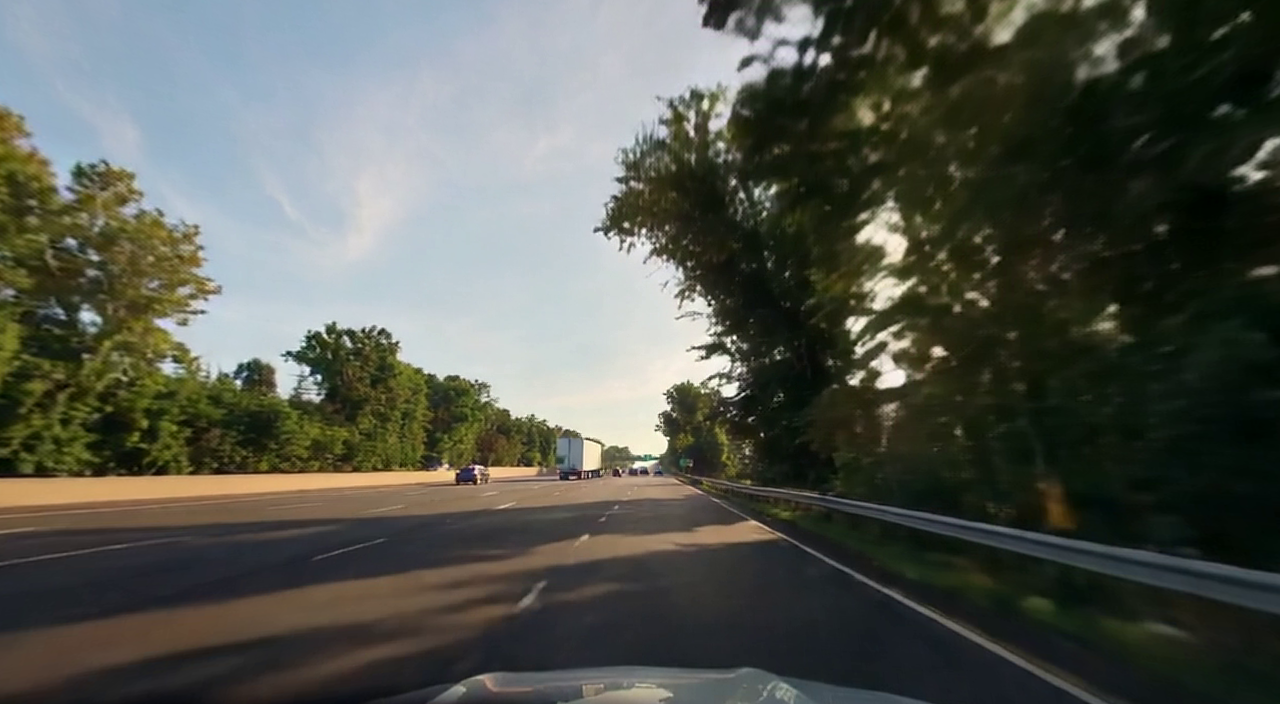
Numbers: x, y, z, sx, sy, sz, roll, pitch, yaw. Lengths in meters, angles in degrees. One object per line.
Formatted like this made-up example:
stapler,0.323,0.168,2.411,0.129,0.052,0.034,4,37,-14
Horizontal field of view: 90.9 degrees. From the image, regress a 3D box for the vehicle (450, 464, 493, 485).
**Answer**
vehicle,-12.208,8.916,45.870,1.745,1.430,4.252,0,-10,4
